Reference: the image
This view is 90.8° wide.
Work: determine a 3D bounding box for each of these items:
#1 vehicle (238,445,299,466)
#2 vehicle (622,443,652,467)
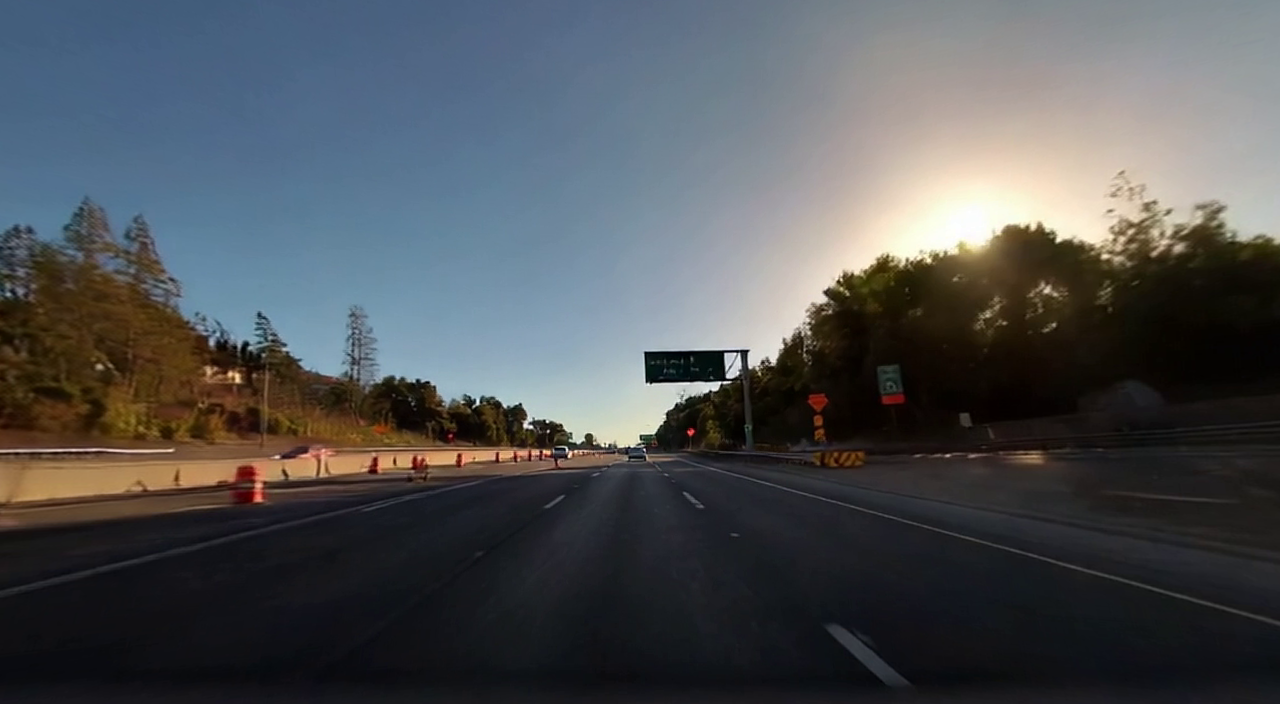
[{"bbox_3d":[-27.422,7.650,46.812,1.763,1.483,4.398,0,-9,0],"label":"vehicle"},{"bbox_3d":[-0.249,7.544,46.402,2.109,1.638,3.856,0,-9,0],"label":"vehicle"}]
